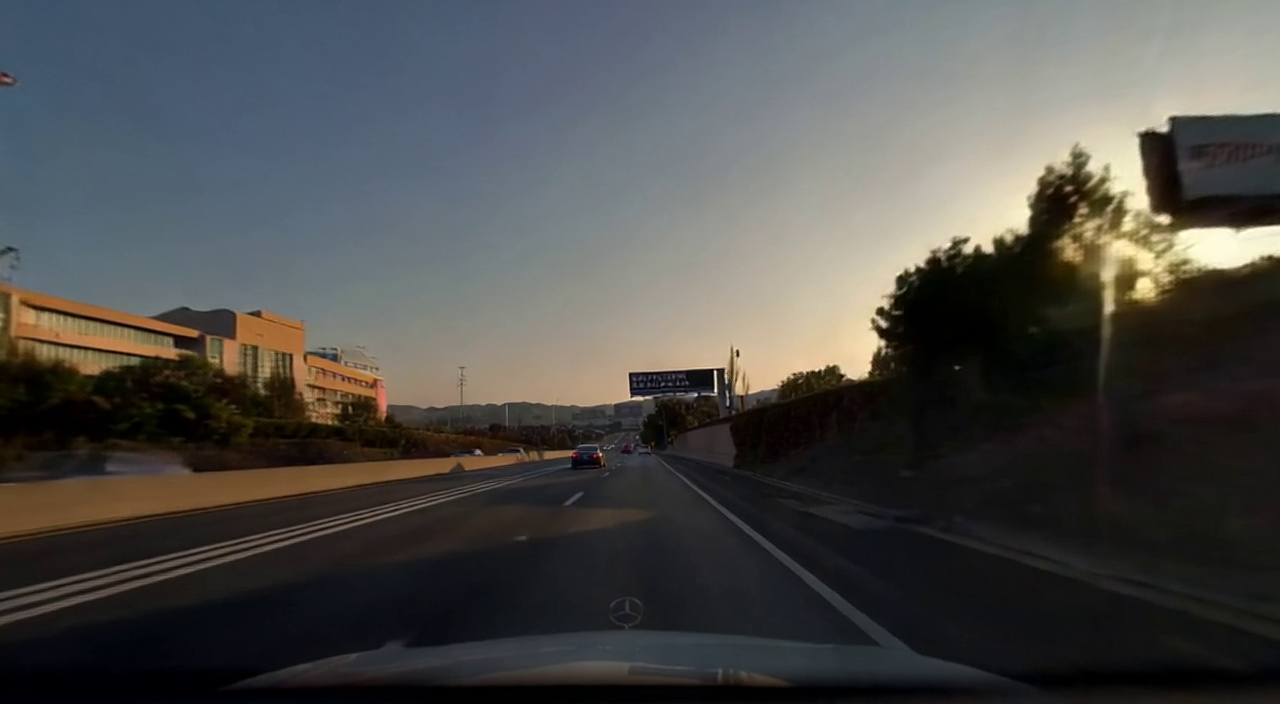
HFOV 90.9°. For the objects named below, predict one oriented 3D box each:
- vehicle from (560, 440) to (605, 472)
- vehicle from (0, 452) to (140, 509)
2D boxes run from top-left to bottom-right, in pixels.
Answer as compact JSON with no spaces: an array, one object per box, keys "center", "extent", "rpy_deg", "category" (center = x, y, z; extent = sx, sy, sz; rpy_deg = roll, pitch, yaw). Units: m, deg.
[{"center":[-3.403,6.287,38.382],"extent":[2.159,1.793,5.027],"rpy_deg":[-1,-9,1],"category":"vehicle"},{"center":[-17.191,3.741,18.732],"extent":[1.629,1.476,3.605],"rpy_deg":[-1,-9,0],"category":"vehicle"}]
